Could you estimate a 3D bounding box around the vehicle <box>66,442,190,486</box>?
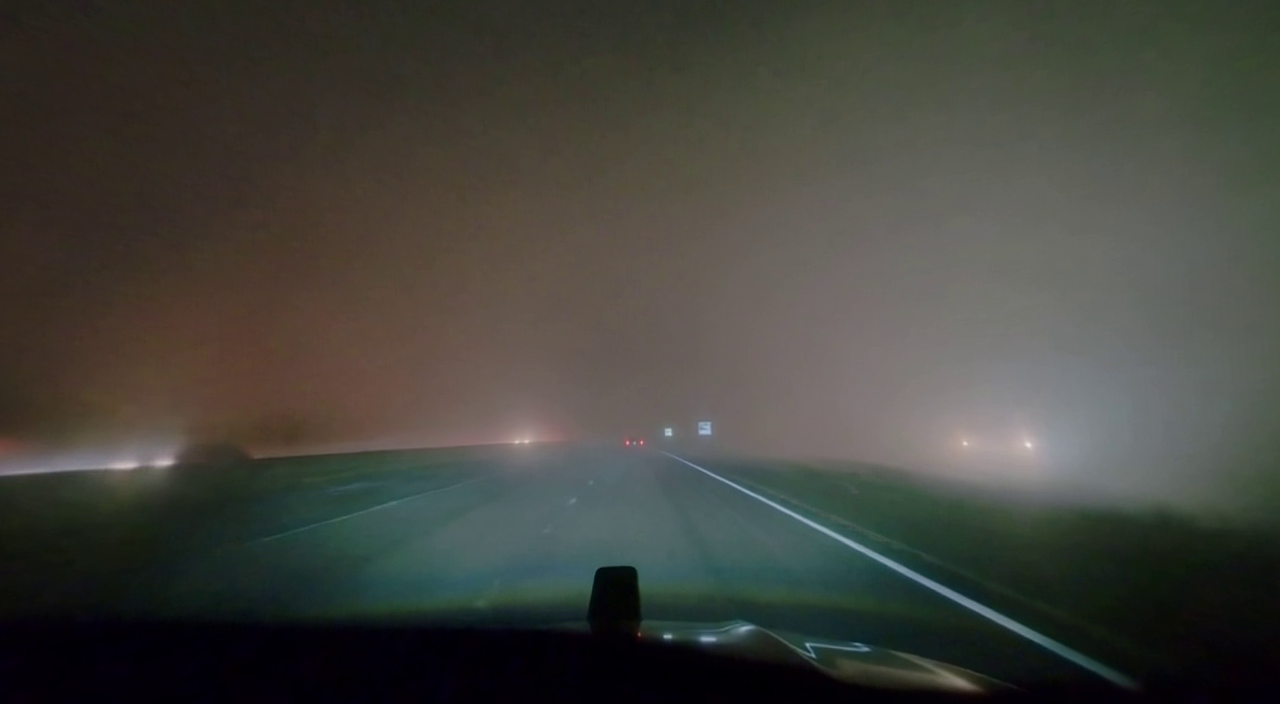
[{"bbox_3d":[-19.059,4.139,23.604,1.674,1.440,3.617,0,-8,-2],"label":"vehicle"}]
